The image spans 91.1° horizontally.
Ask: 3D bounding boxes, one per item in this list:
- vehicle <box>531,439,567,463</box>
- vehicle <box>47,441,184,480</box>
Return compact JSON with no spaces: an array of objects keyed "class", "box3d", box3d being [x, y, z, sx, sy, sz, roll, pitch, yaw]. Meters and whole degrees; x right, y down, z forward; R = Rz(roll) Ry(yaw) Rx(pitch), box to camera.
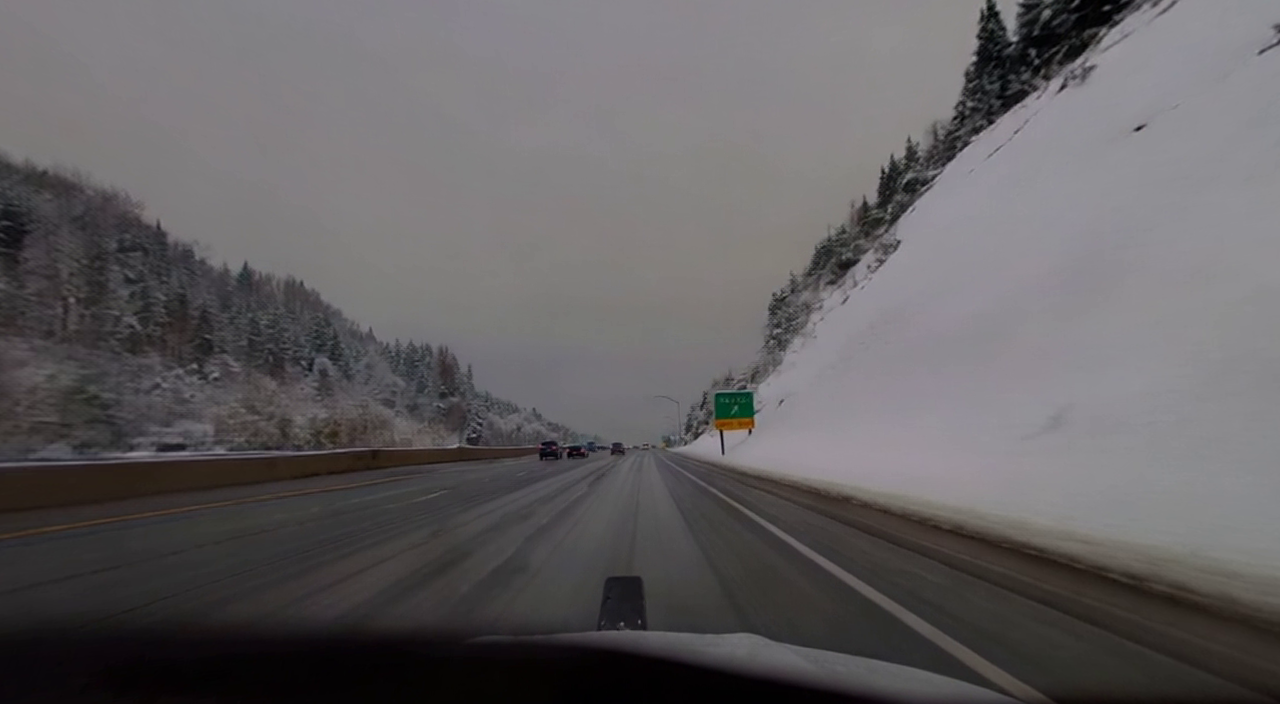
[{"class":"vehicle","box3d":[-6.766,7.376,46.860,1.972,1.660,4.254,0,-8,1]},{"class":"vehicle","box3d":[-21.873,4.512,26.468,1.827,1.504,4.494,0,-8,1]}]
